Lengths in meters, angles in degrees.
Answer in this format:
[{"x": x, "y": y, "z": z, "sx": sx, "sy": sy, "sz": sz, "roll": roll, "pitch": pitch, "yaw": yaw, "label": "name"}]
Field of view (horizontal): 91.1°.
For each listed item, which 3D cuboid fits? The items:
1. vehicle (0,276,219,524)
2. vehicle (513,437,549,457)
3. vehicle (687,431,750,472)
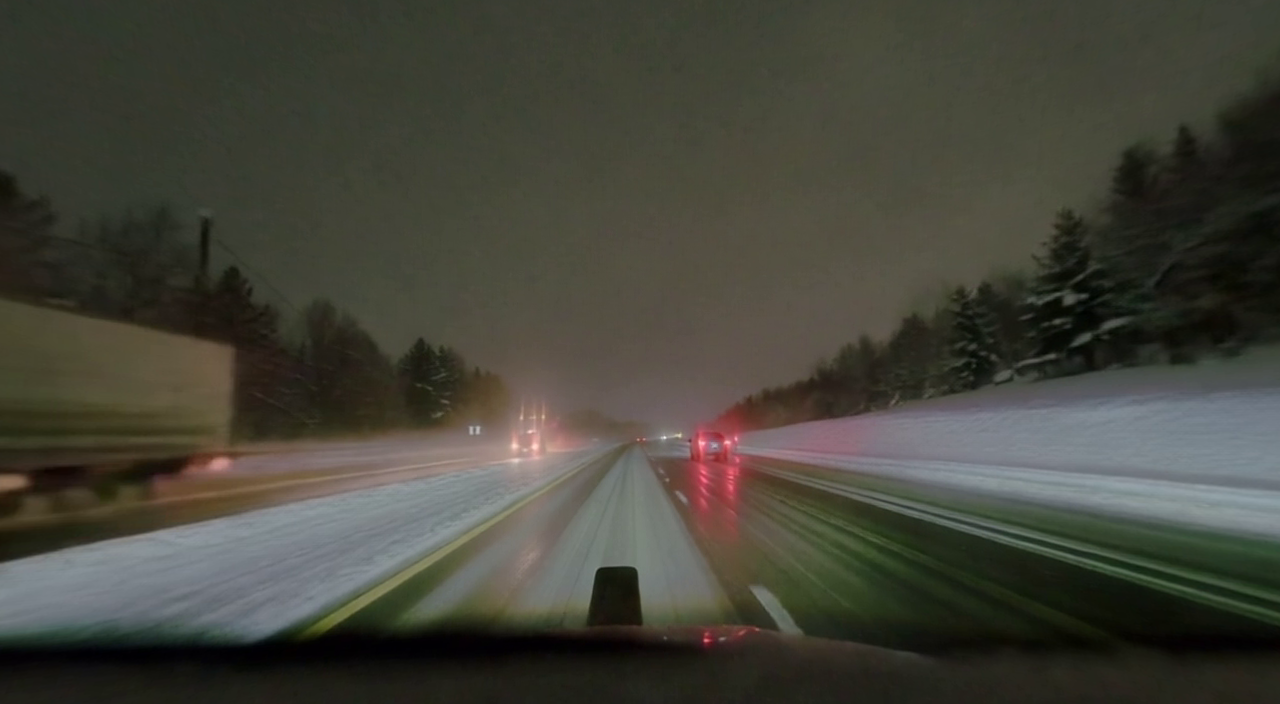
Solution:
[{"x": -12.419, "y": 0.581, "z": 8.888, "sx": 3.293, "sy": 4.139, "sz": 14.123, "roll": 0, "pitch": -8, "yaw": -1, "label": "vehicle"}, {"x": -8.586, "y": 7.517, "z": 49.959, "sx": 1.946, "sy": 1.496, "sz": 5.056, "roll": 0, "pitch": -8, "yaw": 0, "label": "vehicle"}, {"x": 3.253, "y": 4.204, "z": 26.946, "sx": 2.084, "sy": 1.583, "sz": 4.420, "roll": 0, "pitch": -8, "yaw": -1, "label": "vehicle"}]
